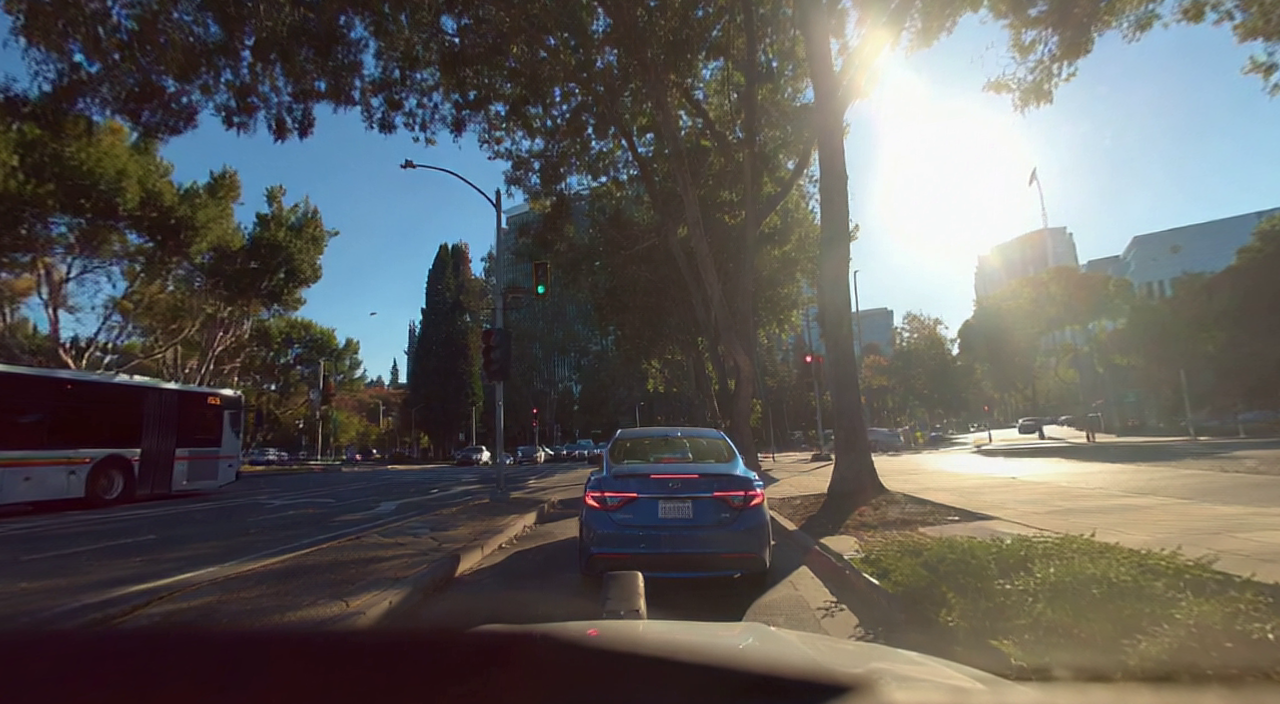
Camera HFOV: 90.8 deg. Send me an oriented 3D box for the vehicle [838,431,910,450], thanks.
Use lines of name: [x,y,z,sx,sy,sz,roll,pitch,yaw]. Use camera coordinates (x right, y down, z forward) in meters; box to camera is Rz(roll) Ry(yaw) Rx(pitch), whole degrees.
vehicle: [18.169,6.910,49.265,4.830,1.461,1.883,-1,-9,3]

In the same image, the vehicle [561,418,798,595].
vehicle: [0.370,1.615,7.403,2.035,1.499,3.799,0,-8,1]
